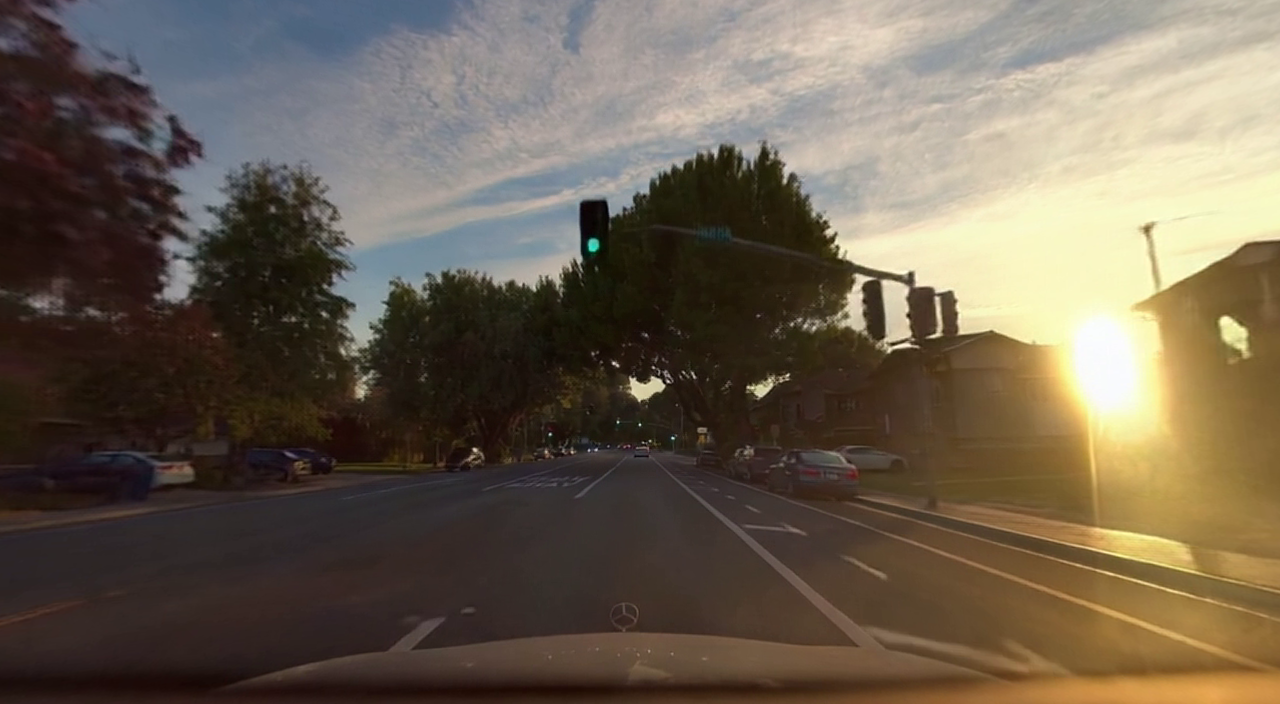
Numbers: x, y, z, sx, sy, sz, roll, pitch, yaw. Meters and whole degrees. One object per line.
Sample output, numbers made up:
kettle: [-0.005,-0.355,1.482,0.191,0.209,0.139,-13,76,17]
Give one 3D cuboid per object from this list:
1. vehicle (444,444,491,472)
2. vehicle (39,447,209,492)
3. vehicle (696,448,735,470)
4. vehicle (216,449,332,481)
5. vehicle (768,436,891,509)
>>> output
vehicle: [-11.892,7.376,43.671,2.061,1.760,4.569,-1,-10,-1]
vehicle: [-18.121,4.111,22.252,4.355,1.482,1.794,0,-9,0]
vehicle: [5.326,7.601,45.036,2.002,1.461,4.673,1,-9,-2]
vehicle: [-17.638,5.443,30.497,4.349,1.457,1.997,0,-9,-1]
vehicle: [5.319,3.422,18.348,2.164,1.729,4.488,3,-9,-1]
